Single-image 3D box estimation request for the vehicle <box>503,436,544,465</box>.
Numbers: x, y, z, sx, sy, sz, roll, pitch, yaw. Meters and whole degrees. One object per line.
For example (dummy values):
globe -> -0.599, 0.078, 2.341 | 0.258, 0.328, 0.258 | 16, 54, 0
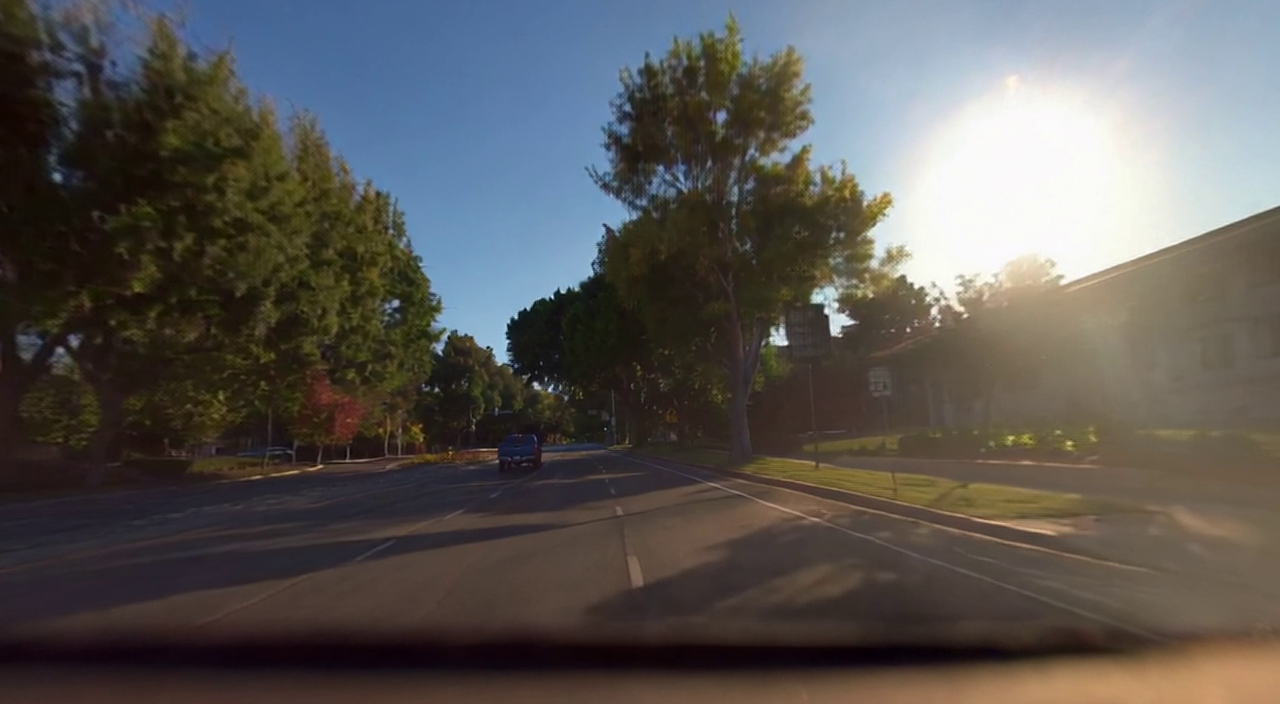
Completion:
vehicle -> -8.130, 6.969, 44.768 | 2.267, 1.849, 6.402 | 1, -9, -5
